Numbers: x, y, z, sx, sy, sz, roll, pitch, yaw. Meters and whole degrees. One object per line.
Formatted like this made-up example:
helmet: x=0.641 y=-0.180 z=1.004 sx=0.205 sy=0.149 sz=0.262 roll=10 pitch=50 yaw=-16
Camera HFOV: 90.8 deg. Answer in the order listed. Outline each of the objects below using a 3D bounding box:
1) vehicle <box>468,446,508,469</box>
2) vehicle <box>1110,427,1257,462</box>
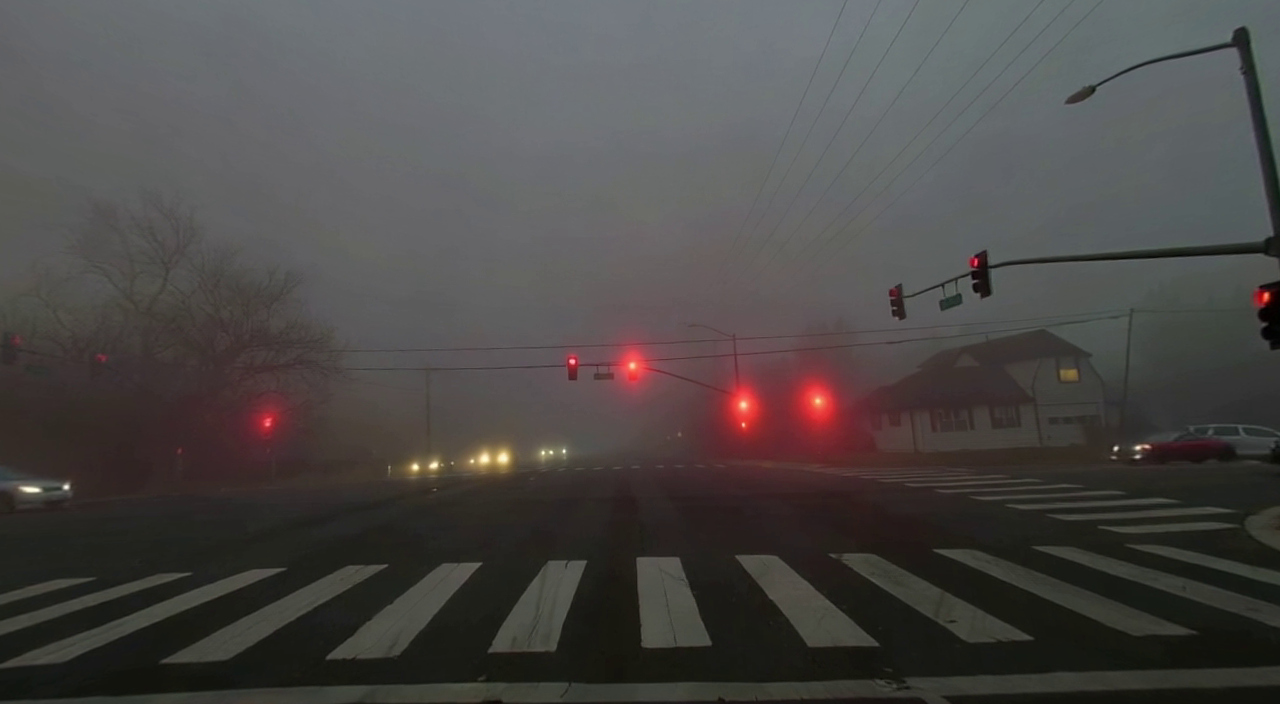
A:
vehicle: x=-10.720 y=7.457 z=44.749 sx=1.881 sy=1.509 sz=3.377 roll=0 pitch=-9 yaw=1
vehicle: x=25.471 y=4.367 z=29.788 sx=4.873 sy=1.539 sz=1.932 roll=-2 pitch=-9 yaw=8
